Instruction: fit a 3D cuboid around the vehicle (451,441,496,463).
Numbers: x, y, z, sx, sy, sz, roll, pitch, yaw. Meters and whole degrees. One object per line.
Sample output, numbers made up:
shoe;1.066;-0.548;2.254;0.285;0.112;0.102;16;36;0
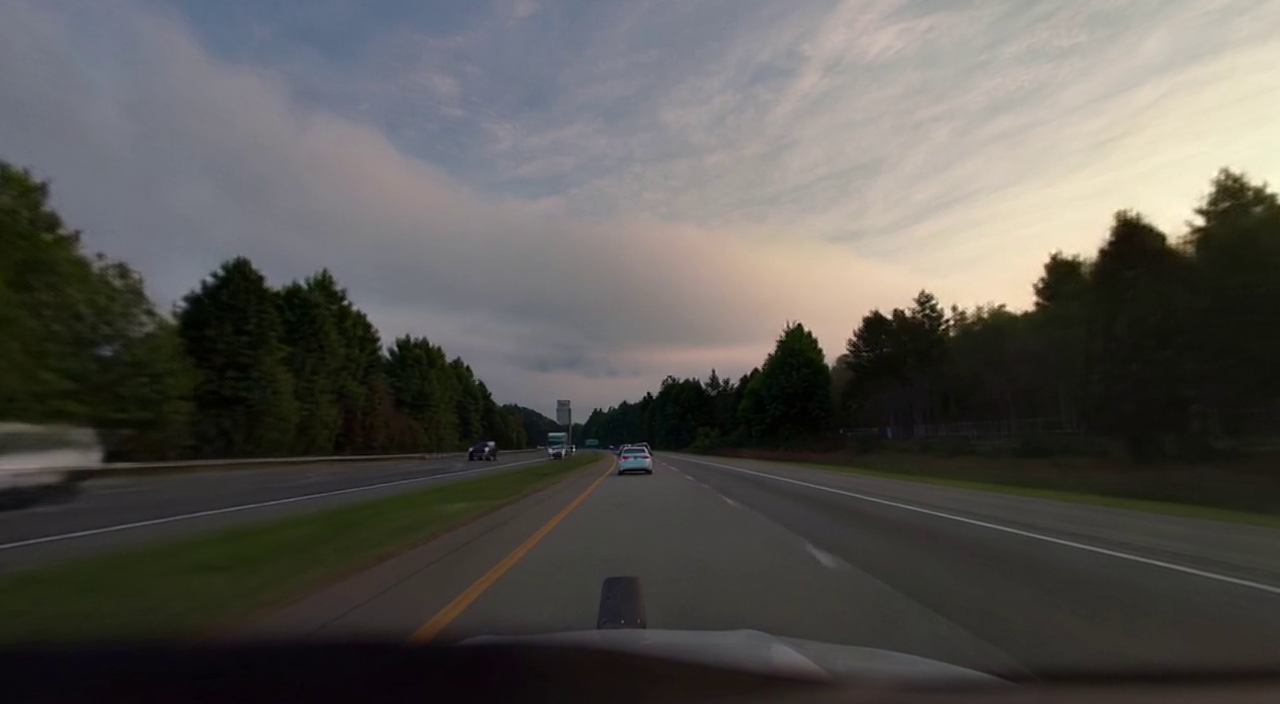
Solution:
vehicle;-13.069;7.866;49.731;2.255;1.646;4.543;0;-9;0

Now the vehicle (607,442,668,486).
vehicle;-0.122;4.242;24.178;2.114;1.523;4.012;0;-9;-1
